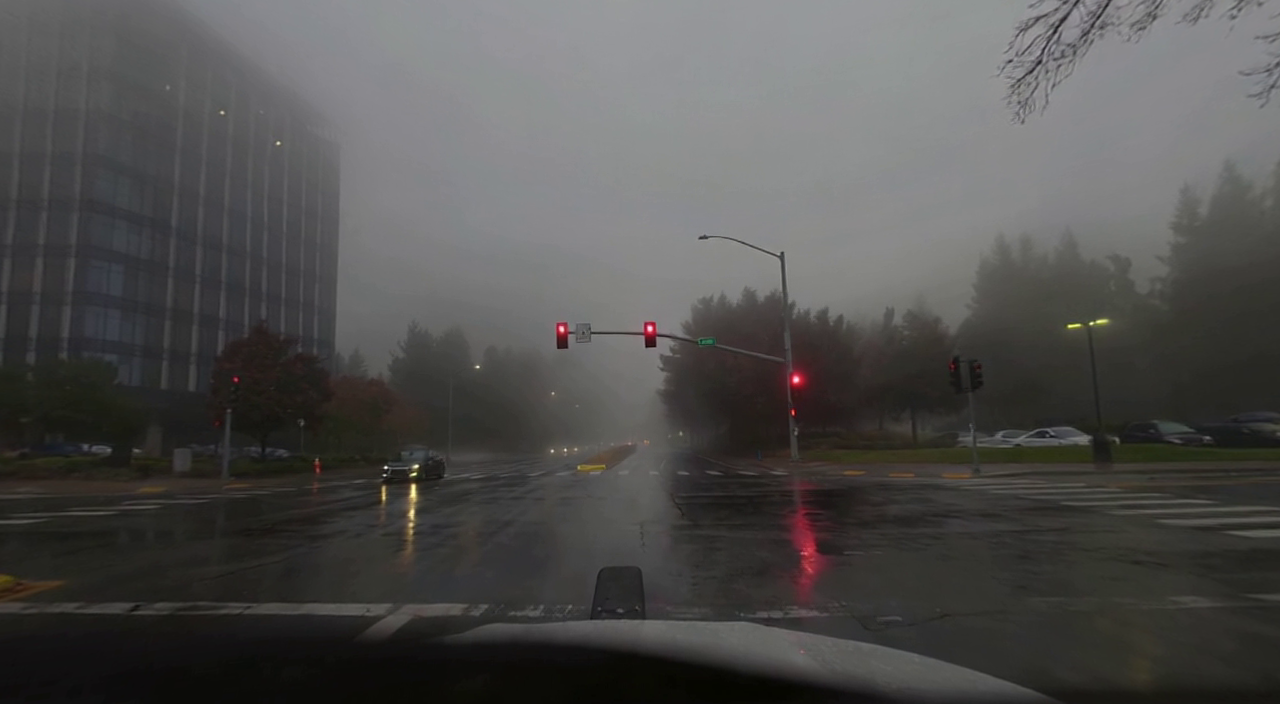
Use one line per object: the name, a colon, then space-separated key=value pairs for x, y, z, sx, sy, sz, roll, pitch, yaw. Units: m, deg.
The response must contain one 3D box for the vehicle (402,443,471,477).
vehicle: x=-11.580 y=6.165 z=36.234 sx=2.069 sy=1.771 sz=4.947 roll=0 pitch=-9 yaw=3
